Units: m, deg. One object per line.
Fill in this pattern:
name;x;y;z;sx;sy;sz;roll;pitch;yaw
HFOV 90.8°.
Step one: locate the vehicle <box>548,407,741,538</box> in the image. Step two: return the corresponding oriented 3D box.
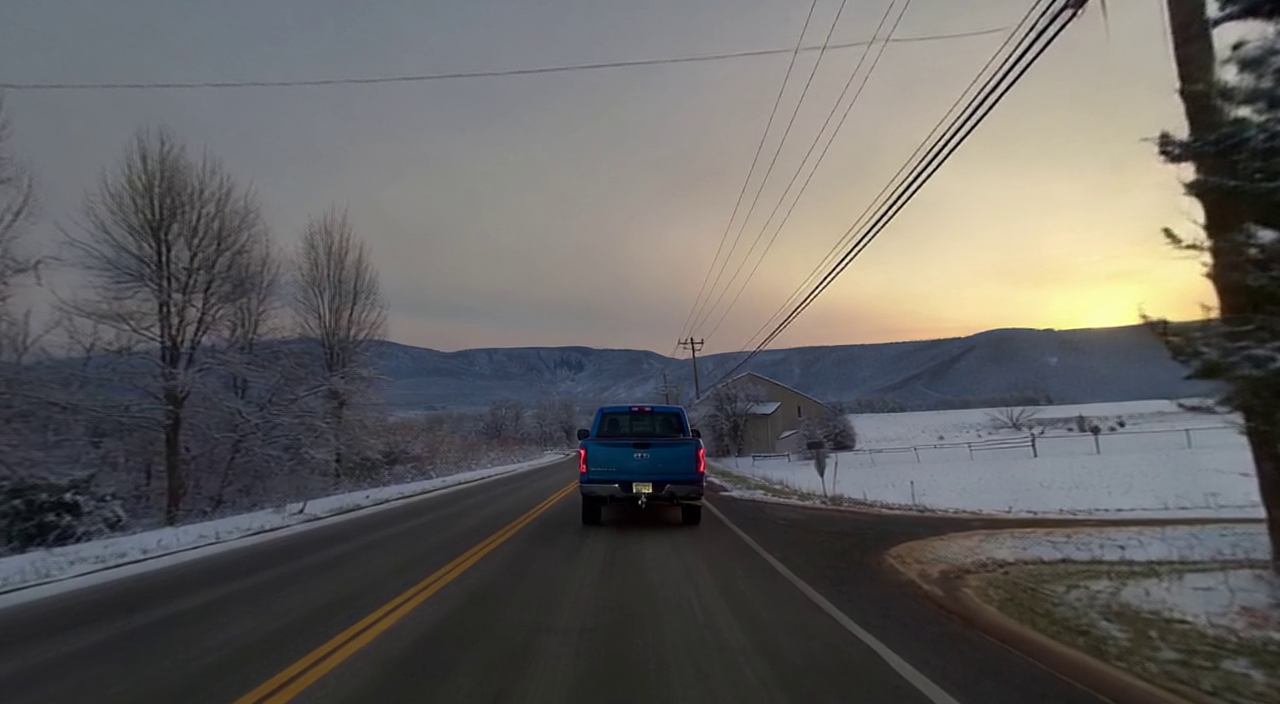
vehicle;0.018;2.178;12.128;2.774;1.861;5.885;0;-8;-1
